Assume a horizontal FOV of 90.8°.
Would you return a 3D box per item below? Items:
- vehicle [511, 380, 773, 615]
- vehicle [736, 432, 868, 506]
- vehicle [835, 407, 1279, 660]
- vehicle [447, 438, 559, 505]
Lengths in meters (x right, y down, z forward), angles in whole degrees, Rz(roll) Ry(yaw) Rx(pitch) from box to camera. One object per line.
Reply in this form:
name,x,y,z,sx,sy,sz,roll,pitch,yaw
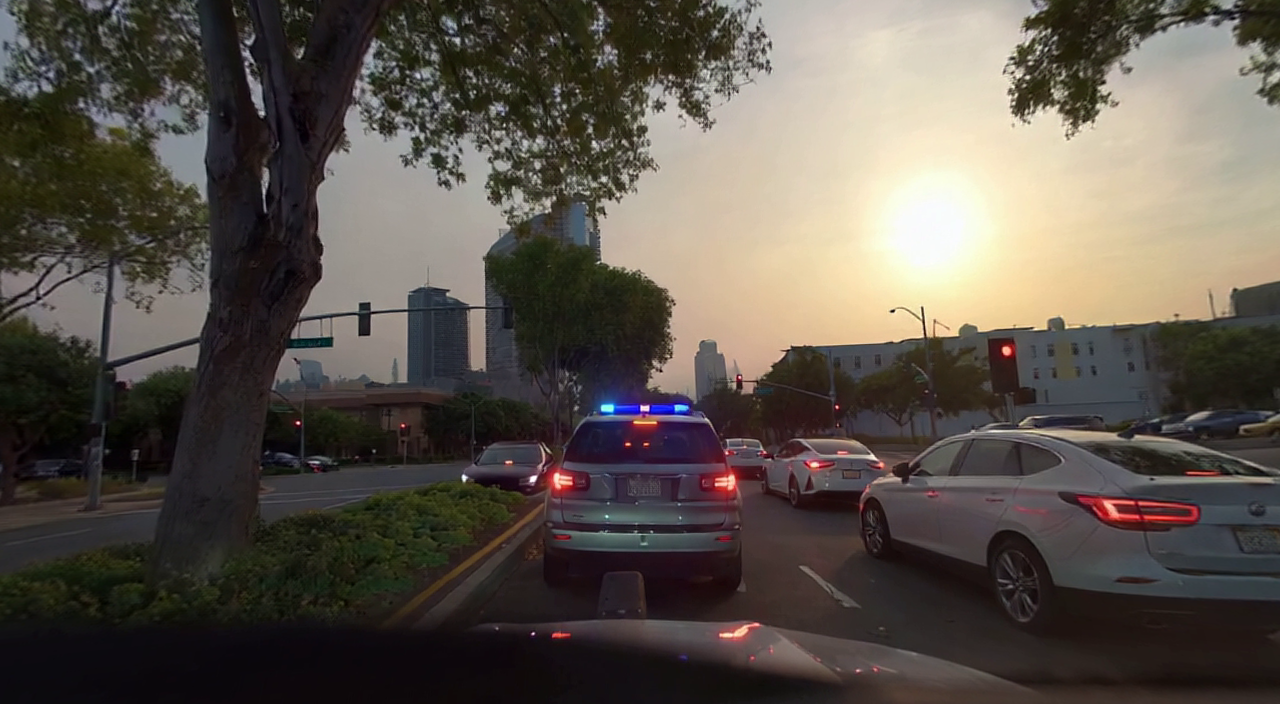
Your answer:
vehicle,-0.039,1.463,7.273,2.038,1.819,4.505,0,-8,-1
vehicle,3.636,2.706,15.058,1.940,1.474,4.234,0,-8,-1
vehicle,3.644,1.409,6.085,1.995,1.483,4.533,0,-8,-1
vehicle,-3.316,2.979,16.210,1.913,1.464,4.276,0,-8,0
